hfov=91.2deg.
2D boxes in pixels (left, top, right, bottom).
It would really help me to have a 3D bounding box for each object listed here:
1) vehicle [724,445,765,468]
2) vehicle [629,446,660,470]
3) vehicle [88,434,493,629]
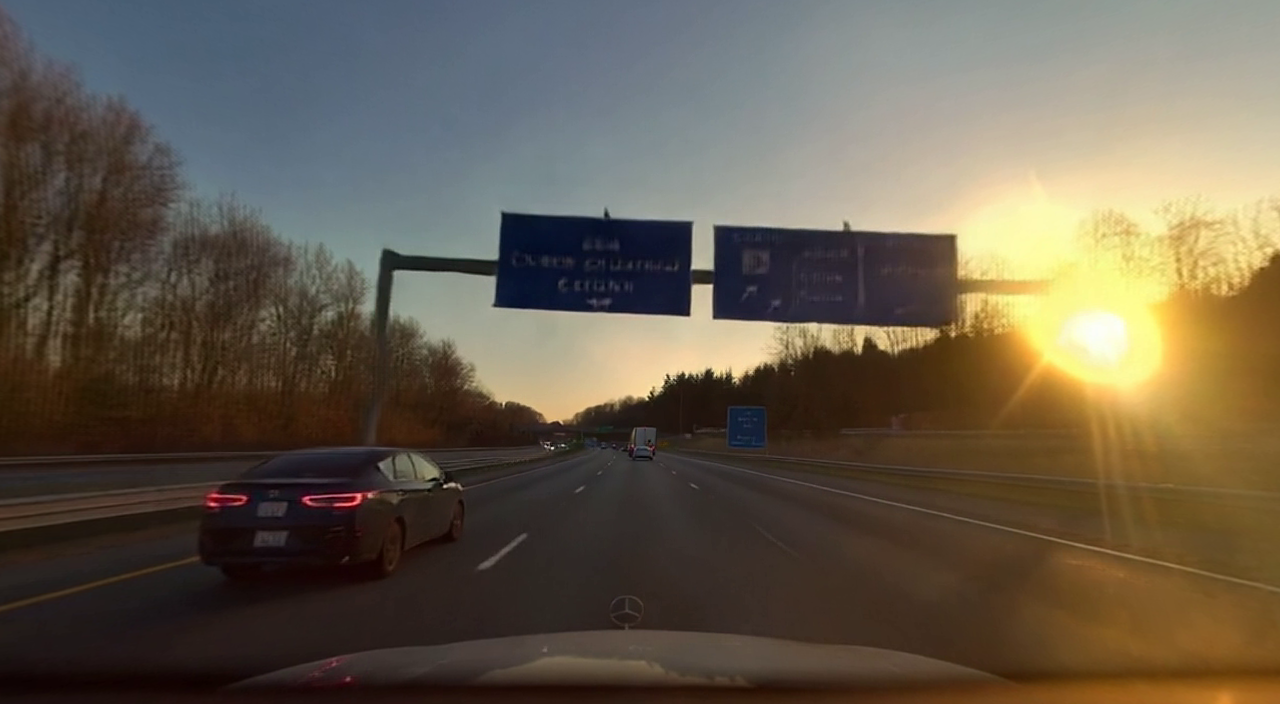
[{"bbox_3d":[7.680,7.731,46.639,2.081,1.576,5.604,0,-9,0],"label":"vehicle"},{"bbox_3d":[0.286,6.768,40.310,1.859,1.478,3.799,0,-9,0],"label":"vehicle"},{"bbox_3d":[-3.259,1.735,7.173,2.012,1.500,4.452,0,-9,1],"label":"vehicle"}]
